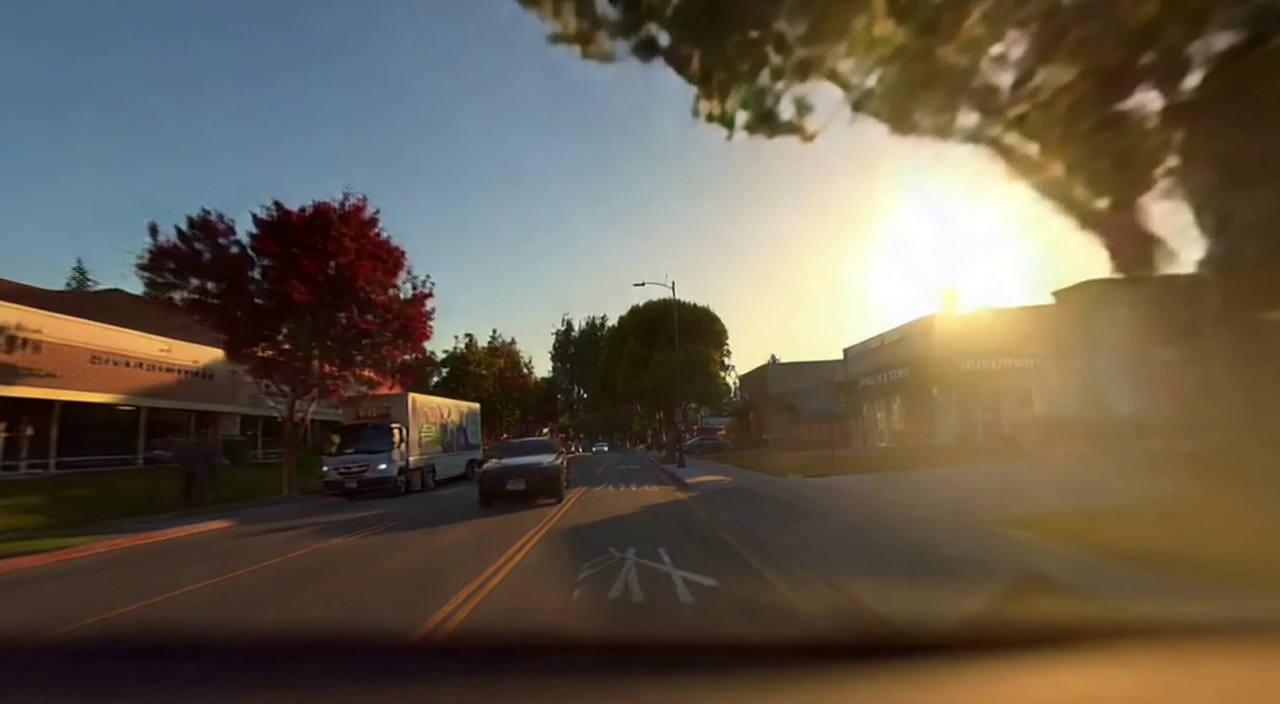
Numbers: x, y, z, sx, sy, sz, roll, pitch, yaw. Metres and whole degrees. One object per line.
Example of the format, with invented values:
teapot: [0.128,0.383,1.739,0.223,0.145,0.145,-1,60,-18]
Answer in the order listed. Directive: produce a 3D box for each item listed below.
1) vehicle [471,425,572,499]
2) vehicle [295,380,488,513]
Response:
vehicle: [-3.302,3.178,18.573,2.118,1.864,4.640,0,-9,-1]
vehicle: [-9.107,3.517,25.232,2.986,3.768,11.697,-6,-6,-1]
